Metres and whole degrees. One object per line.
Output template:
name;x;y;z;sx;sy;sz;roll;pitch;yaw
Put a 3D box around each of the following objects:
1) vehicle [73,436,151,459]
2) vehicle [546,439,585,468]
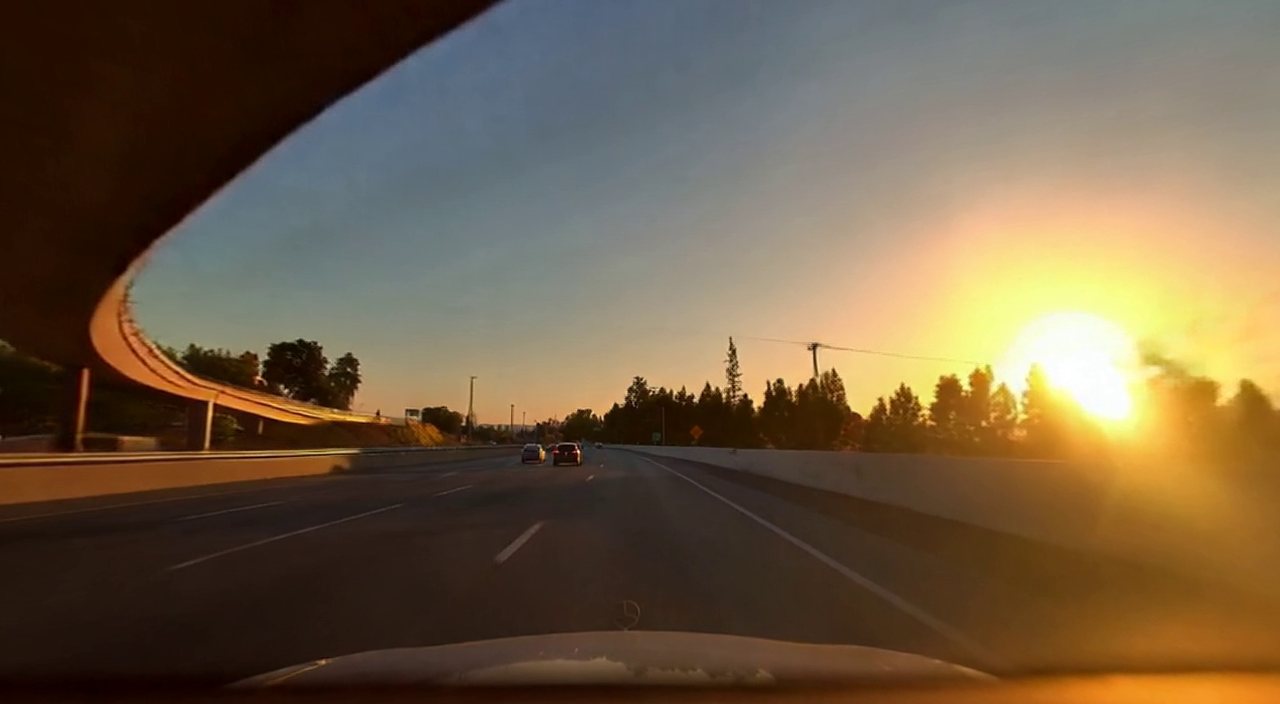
vehicle;-38.132;6.913;45.778;1.823;1.601;4.433;0;-8;-1
vehicle;-4.469;6.146;38.348;1.971;1.643;4.009;0;-8;-2
